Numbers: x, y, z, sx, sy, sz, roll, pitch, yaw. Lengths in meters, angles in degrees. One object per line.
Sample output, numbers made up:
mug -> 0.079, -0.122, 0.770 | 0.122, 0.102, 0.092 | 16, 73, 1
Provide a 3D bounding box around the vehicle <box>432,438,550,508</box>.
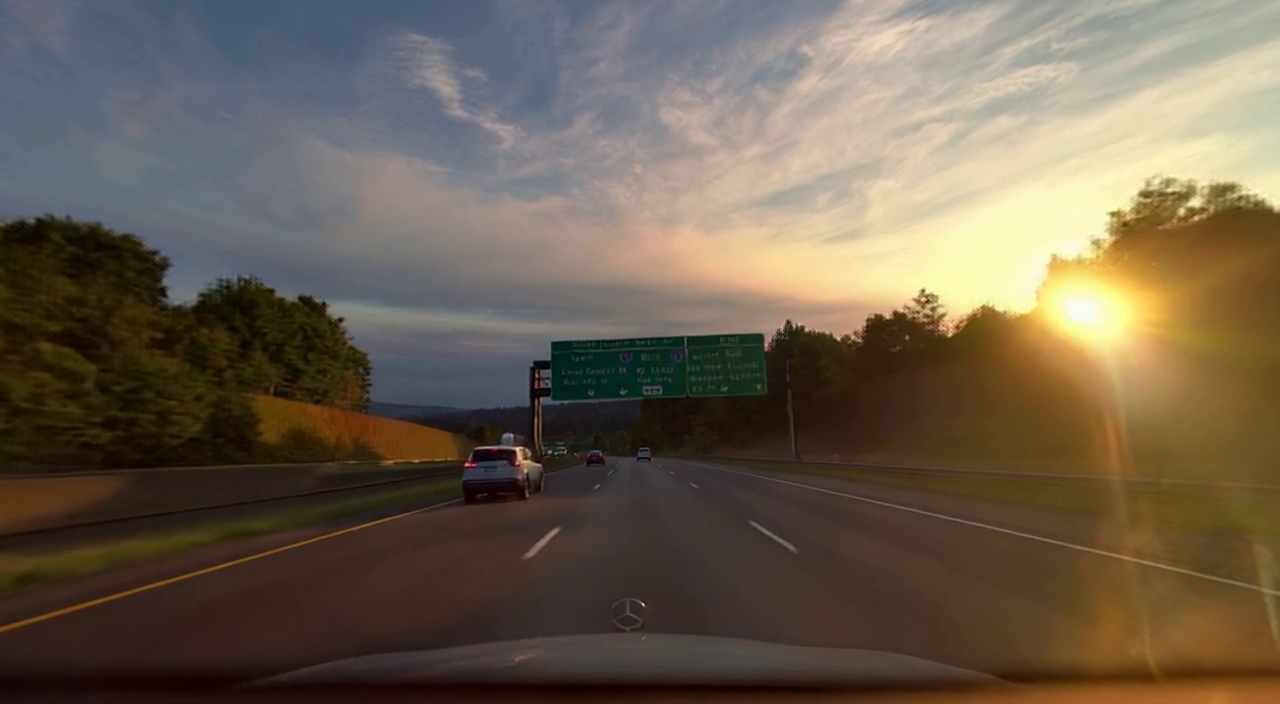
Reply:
vehicle -> -3.745, 3.146, 16.774 | 2.028, 1.584, 4.481 | 0, -9, 0
